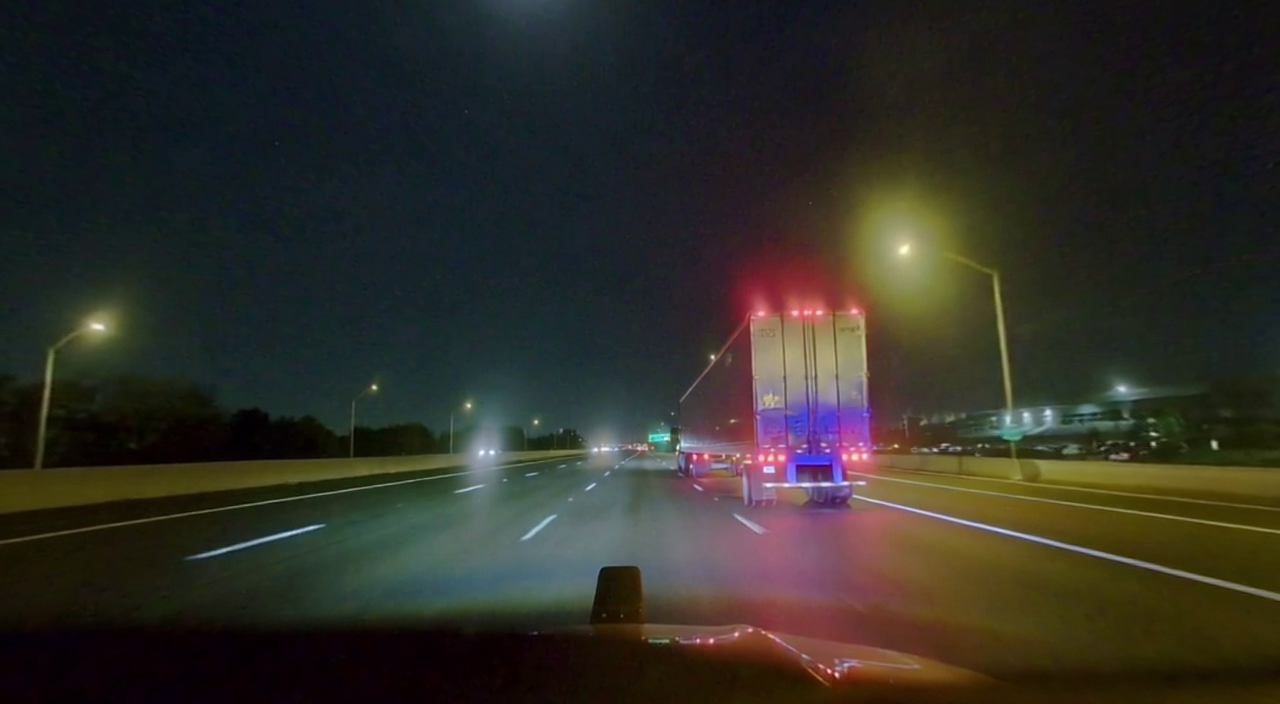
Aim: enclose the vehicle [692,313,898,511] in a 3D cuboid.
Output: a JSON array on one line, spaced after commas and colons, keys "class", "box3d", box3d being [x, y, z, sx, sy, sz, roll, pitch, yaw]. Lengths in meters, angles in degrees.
[{"class": "vehicle", "box3d": [3.868, 2.412, 21.178, 2.949, 4.149, 16.046, 0, -9, 0]}]
